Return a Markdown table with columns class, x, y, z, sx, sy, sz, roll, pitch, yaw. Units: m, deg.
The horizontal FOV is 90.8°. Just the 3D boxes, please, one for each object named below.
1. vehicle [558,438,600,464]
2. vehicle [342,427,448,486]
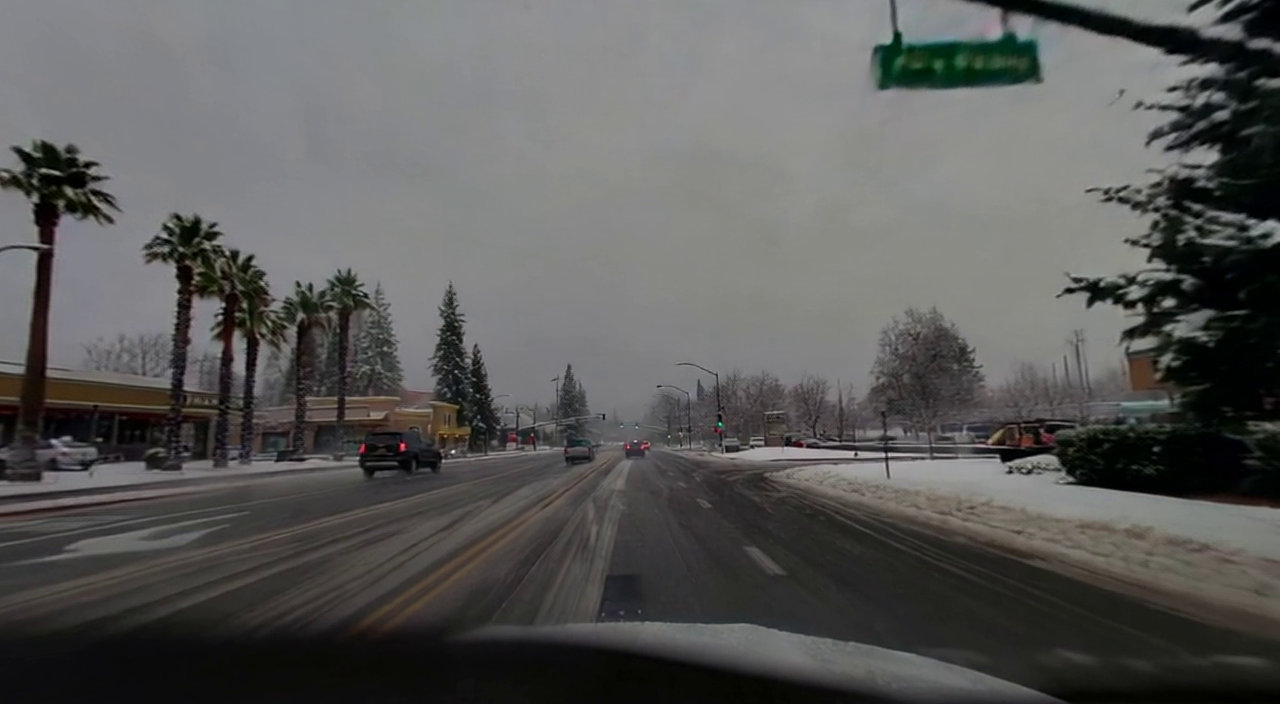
| class | x | y | z | sx | sy | sz | roll | pitch | yaw |
| --- | --- | --- | --- | --- | --- | --- | --- | --- | --- |
| vehicle | -3.617 | 5.948 | 38.008 | 2.181 | 1.483 | 4.123 | 0 | -9 | -1 |
| vehicle | -7.960 | 3.441 | 21.050 | 2.022 | 1.746 | 4.406 | 0 | -9 | -4 |
